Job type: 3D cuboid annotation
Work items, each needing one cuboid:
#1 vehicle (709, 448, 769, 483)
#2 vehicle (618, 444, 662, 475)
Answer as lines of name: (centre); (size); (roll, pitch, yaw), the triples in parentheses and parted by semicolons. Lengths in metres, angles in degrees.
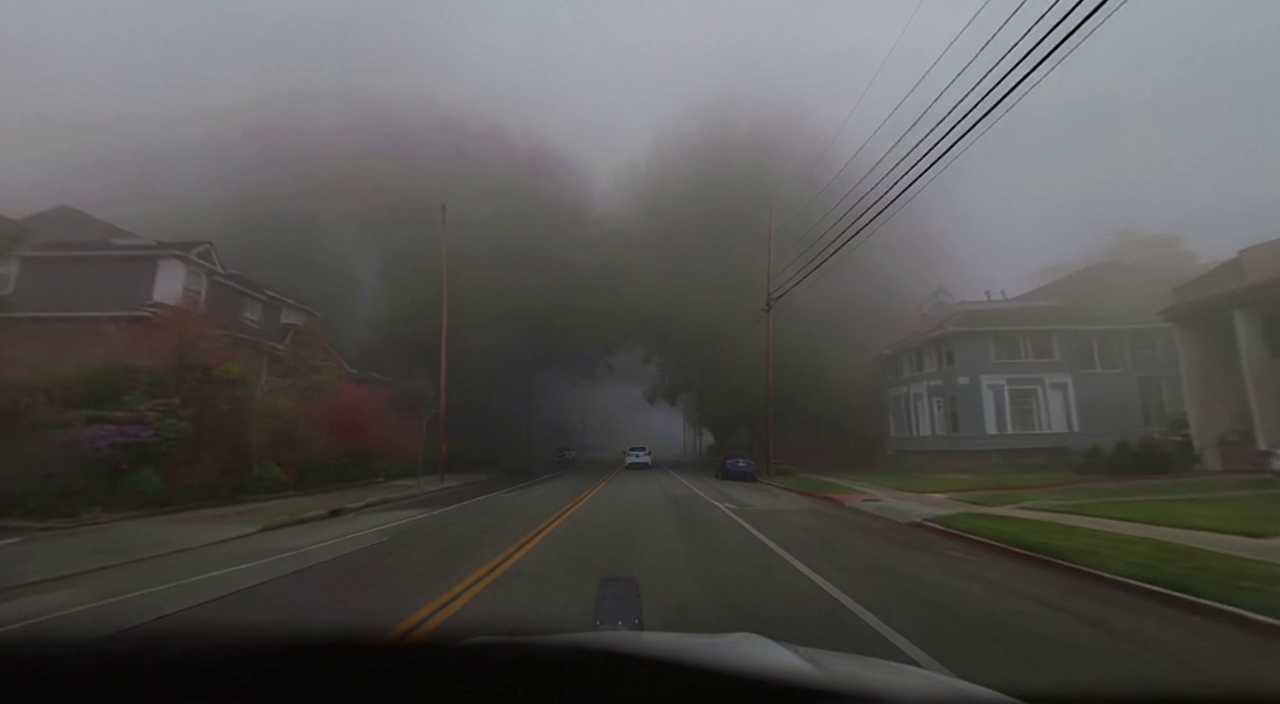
vehicle: (4.545, 5.278, 29.723); (1.977, 1.481, 5.155); (0, -8, 0)
vehicle: (-0.011, 5.499, 32.484); (2.104, 1.500, 3.815); (0, -8, 0)
